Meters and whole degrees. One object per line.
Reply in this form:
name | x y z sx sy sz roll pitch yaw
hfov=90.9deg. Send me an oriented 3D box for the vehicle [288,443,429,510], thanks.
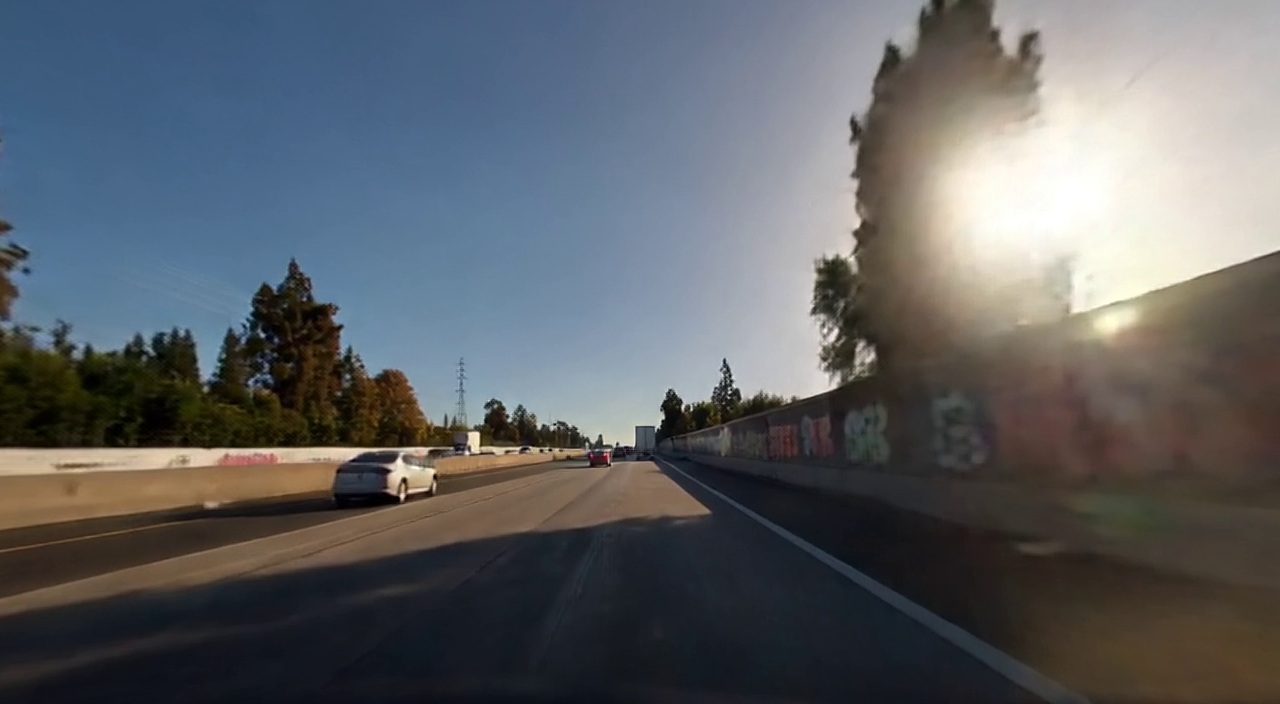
vehicle | -6.700 2.975 15.408 2.027 1.431 3.033 0 -9 0
